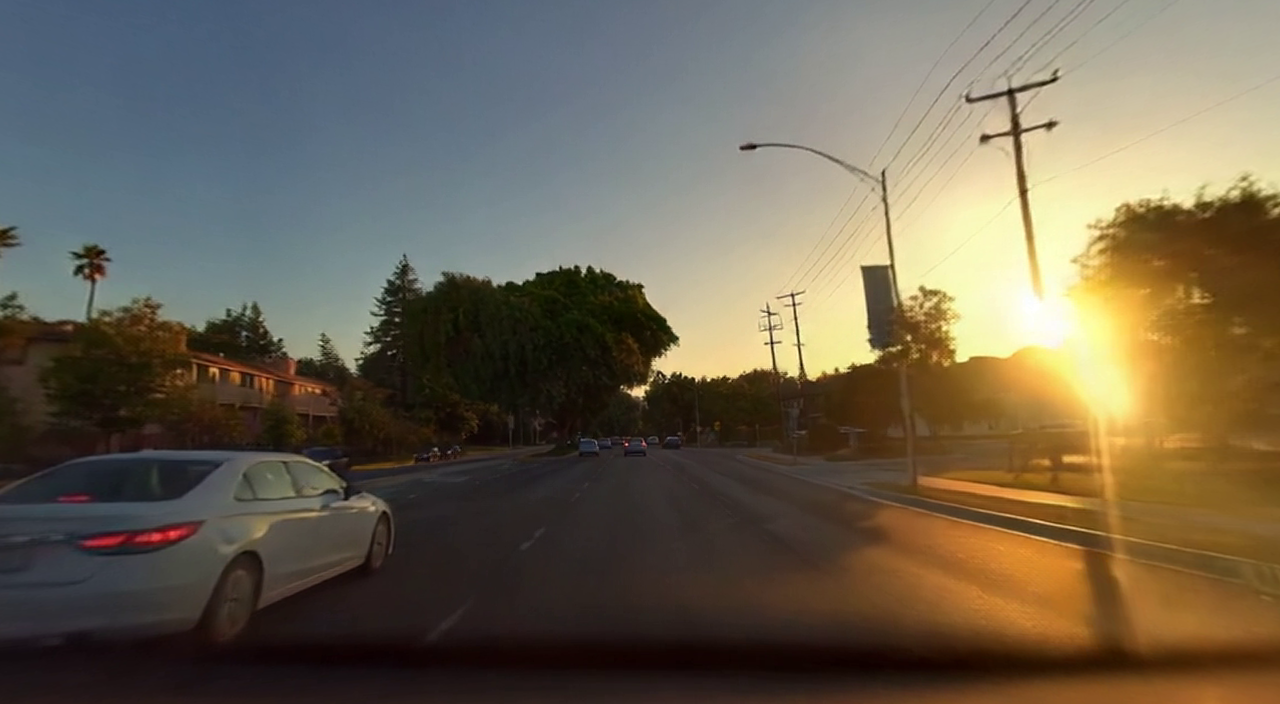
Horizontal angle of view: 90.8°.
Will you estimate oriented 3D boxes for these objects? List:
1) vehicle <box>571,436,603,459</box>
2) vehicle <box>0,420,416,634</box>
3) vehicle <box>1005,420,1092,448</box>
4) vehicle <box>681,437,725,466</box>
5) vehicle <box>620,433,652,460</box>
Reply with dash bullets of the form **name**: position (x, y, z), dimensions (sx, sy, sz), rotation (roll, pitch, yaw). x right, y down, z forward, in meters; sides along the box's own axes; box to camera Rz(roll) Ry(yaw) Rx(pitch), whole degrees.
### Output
- **vehicle**: position (-3.800, 6.936, 45.910), dimensions (2.000, 1.569, 3.794), rotation (0, -8, -1)
- **vehicle**: position (-4.014, 1.542, 6.693), dimensions (1.844, 1.451, 4.543), rotation (0, -8, -3)
- **vehicle**: position (23.711, 4.810, 36.850), dimensions (1.754, 1.504, 4.090), rotation (2, -9, -14)
- **vehicle**: position (3.346, 5.397, 34.368), dimensions (1.830, 1.451, 4.009), rotation (0, -8, -2)
- **vehicle**: position (-0.287, 6.414, 42.865), dimensions (2.043, 1.734, 4.253), rotation (0, -8, -1)
